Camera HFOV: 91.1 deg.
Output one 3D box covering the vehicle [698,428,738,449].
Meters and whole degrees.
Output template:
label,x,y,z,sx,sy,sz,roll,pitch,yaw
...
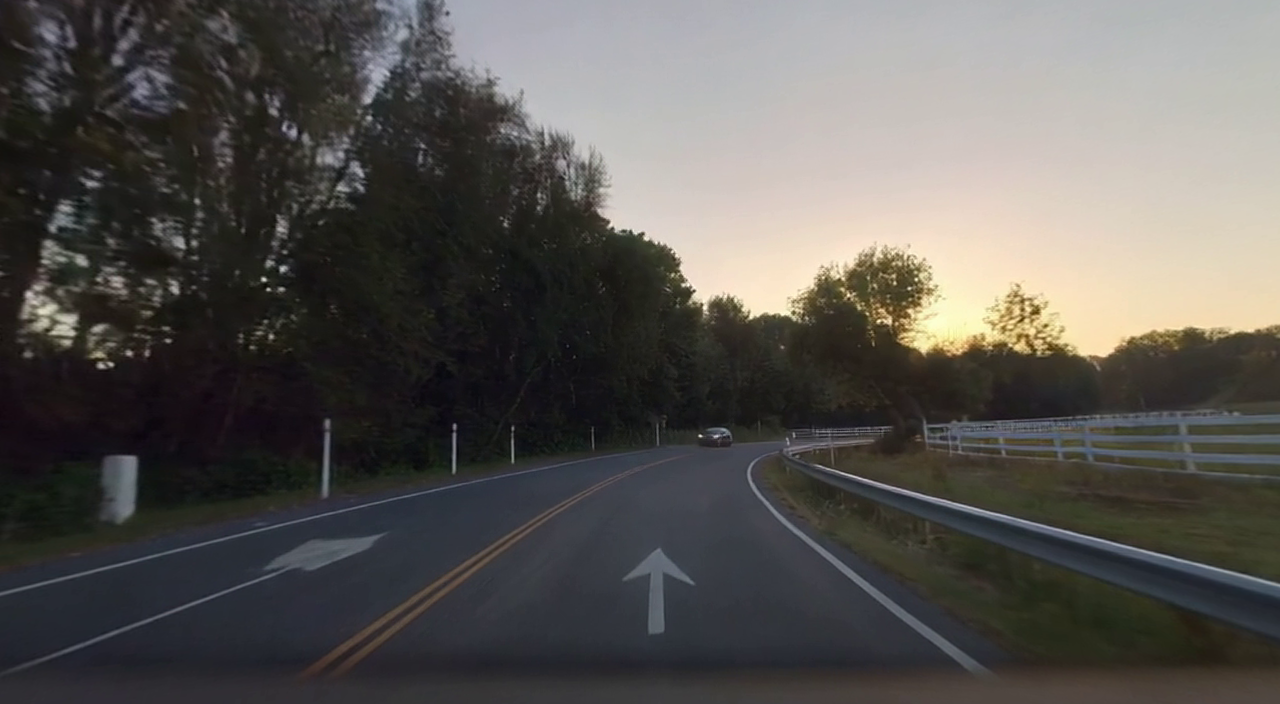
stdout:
label,x,y,z,sx,sy,sz,roll,pitch,yaw
vehicle,6.163,6.767,49.197,1.961,1.525,4.056,-3,-8,25
